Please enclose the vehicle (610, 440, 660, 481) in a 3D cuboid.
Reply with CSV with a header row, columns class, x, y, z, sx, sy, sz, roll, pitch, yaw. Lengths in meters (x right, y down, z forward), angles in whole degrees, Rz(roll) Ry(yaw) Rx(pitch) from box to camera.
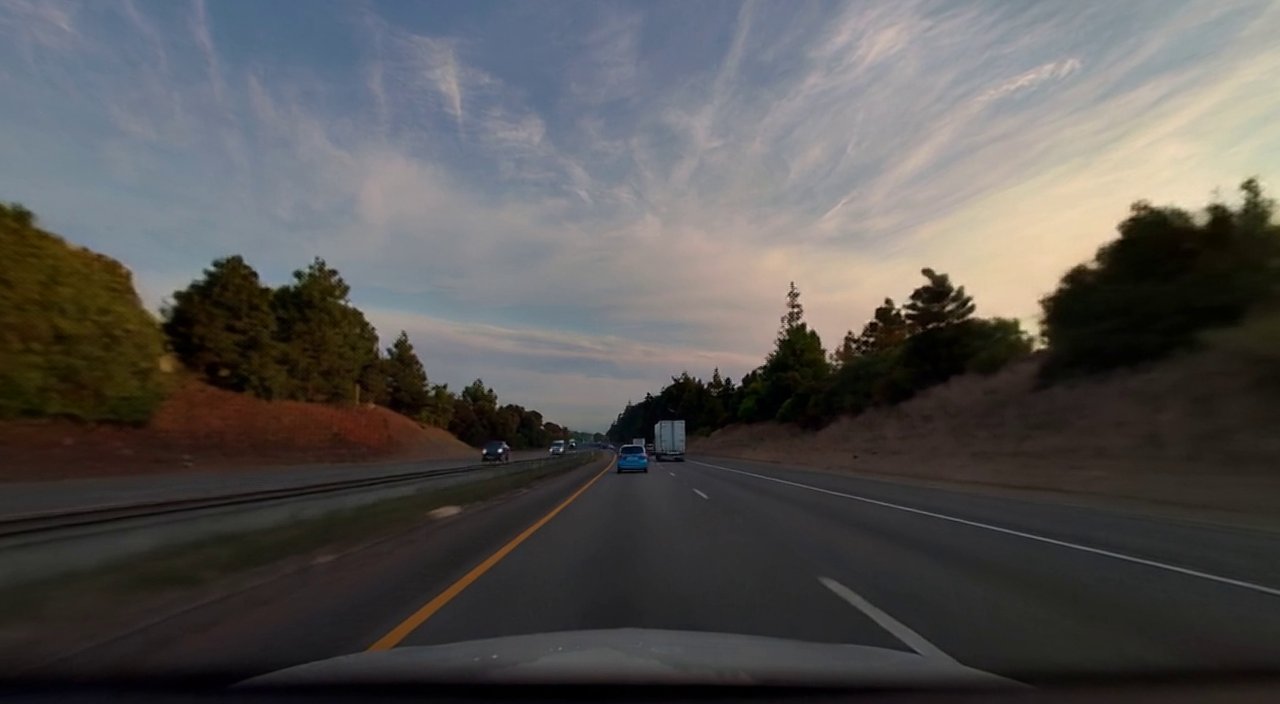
class,x,y,z,sx,sy,sz,roll,pitch,yaw
vehicle,-0.245,5.014,29.327,2.190,1.706,4.062,0,-9,-1
